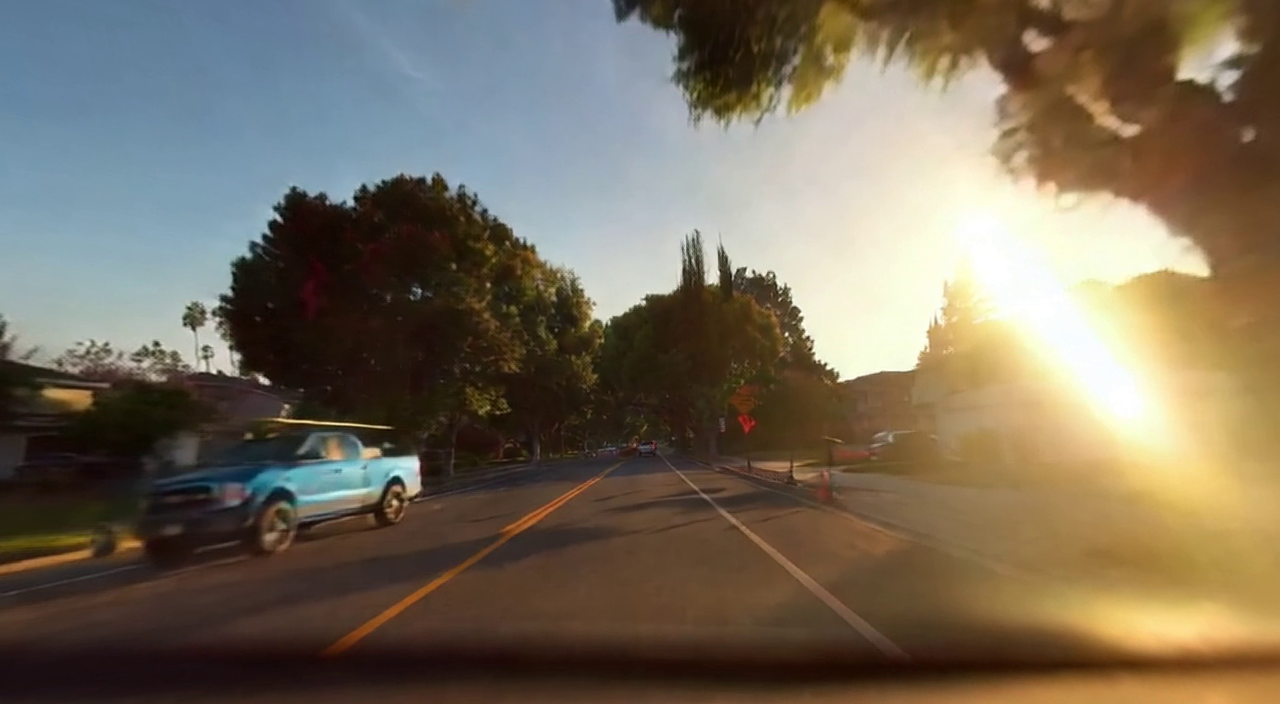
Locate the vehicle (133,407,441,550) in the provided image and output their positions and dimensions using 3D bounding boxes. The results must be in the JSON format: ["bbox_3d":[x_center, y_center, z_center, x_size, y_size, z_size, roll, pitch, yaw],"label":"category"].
[{"bbox_3d":[-6.905,2.498,13.306,2.517,2.323,5.205,-3,-9,18],"label":"vehicle"}]
